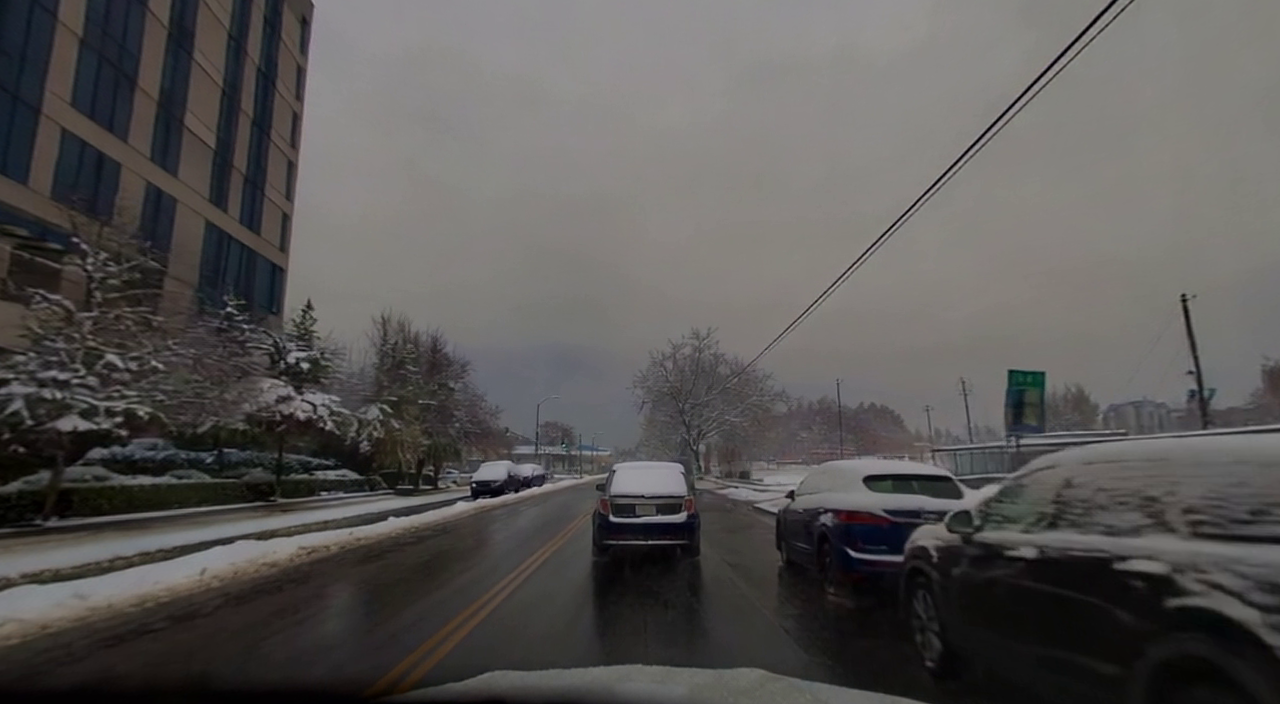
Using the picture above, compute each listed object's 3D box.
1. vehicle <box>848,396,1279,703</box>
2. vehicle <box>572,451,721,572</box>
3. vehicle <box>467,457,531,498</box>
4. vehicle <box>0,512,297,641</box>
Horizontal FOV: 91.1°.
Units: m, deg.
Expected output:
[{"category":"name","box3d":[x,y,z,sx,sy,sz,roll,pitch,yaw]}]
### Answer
[{"category":"vehicle","box3d":[2.669,1.212,3.219,1.884,1.566,4.018,1,-11,1]},{"category":"vehicle","box3d":[0.085,2.512,10.416,2.018,1.583,3.646,1,-10,0]},{"category":"vehicle","box3d":[-6.587,5.995,29.809,2.024,1.654,4.396,-3,-12,-1]},{"category":"vehicle","box3d":[-6.851,2.636,8.067,2.223,0.774,4.789,1,-11,0]}]
